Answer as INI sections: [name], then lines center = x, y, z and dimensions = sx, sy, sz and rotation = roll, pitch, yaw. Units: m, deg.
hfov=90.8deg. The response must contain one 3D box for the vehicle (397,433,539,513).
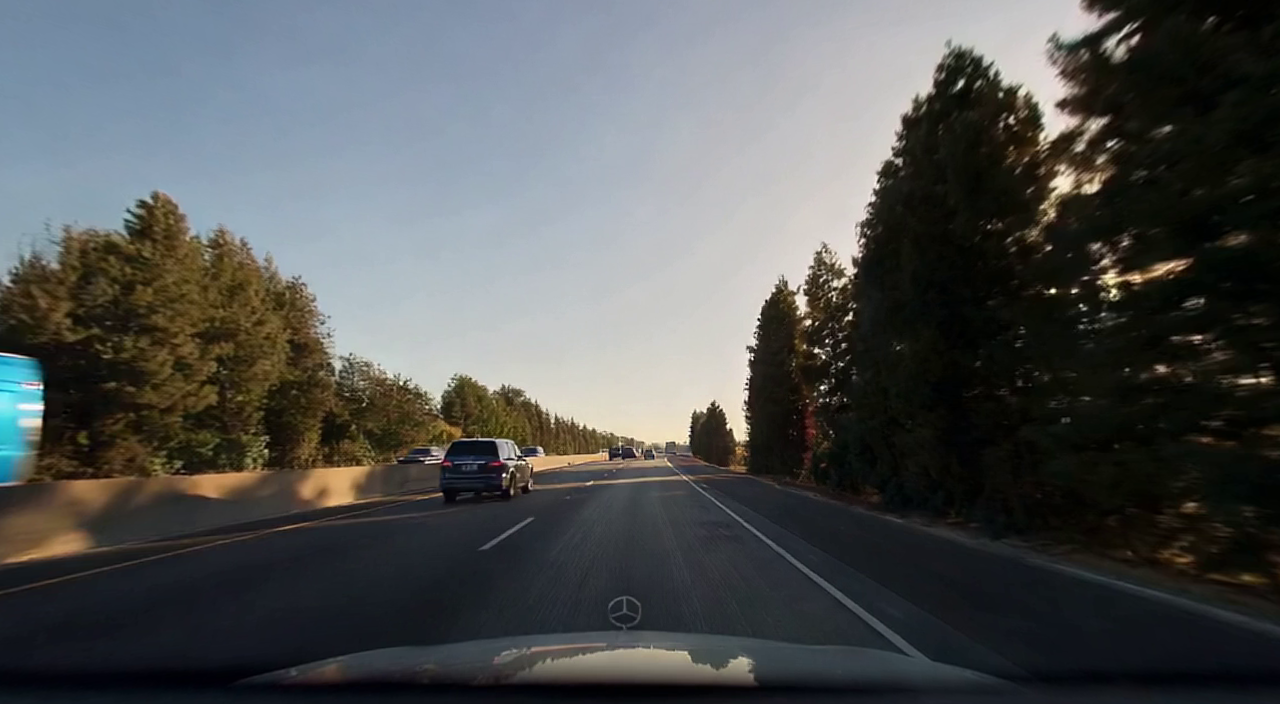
[vehicle]
center = -4.061, 2.944, 15.899
dimensions = 2.188, 1.692, 4.623
rotation = 0, -9, 1
